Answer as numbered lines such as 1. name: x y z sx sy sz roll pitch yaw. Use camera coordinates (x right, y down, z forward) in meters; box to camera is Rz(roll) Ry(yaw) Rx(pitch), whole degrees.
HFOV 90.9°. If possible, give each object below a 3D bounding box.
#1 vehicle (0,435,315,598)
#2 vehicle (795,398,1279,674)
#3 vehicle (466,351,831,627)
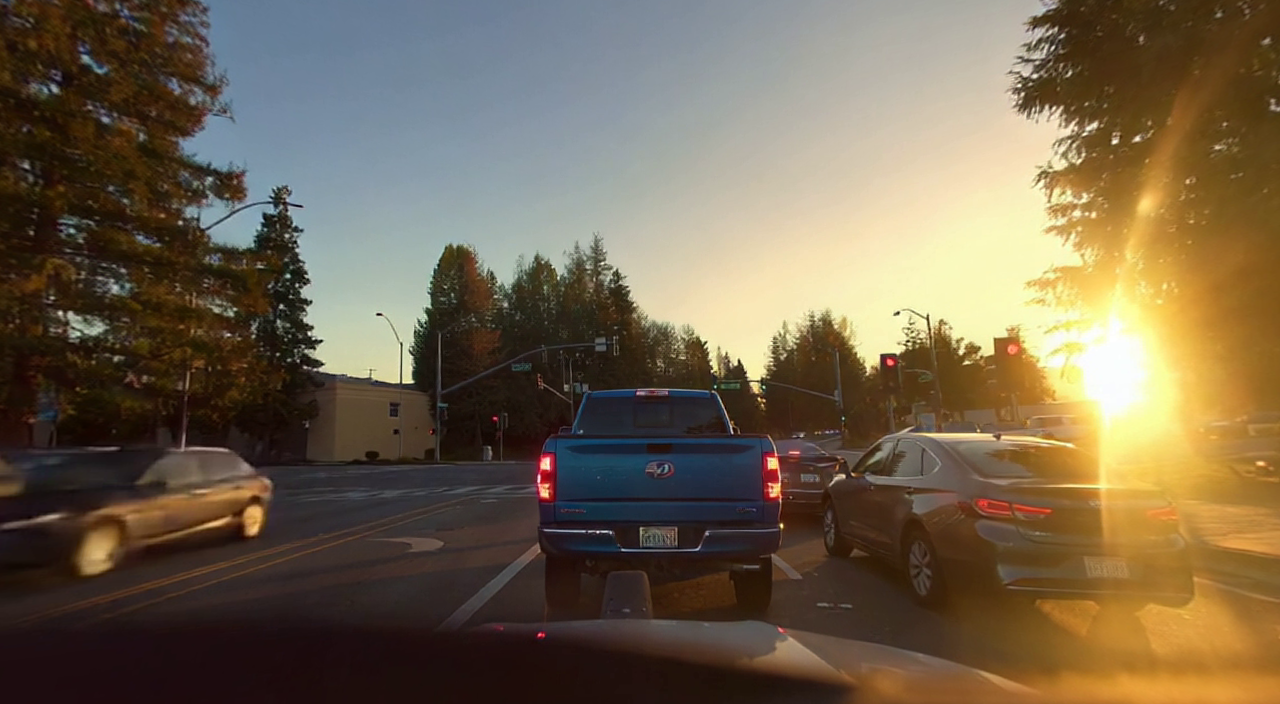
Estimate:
1. vehicle: -6.345 1.828 7.995 1.994 1.469 4.367 0 -8 2
2. vehicle: 3.332 1.501 6.479 2.155 1.667 5.162 0 -8 0
3. vehicle: 0.089 1.389 7.382 2.636 2.011 5.425 0 -8 1
